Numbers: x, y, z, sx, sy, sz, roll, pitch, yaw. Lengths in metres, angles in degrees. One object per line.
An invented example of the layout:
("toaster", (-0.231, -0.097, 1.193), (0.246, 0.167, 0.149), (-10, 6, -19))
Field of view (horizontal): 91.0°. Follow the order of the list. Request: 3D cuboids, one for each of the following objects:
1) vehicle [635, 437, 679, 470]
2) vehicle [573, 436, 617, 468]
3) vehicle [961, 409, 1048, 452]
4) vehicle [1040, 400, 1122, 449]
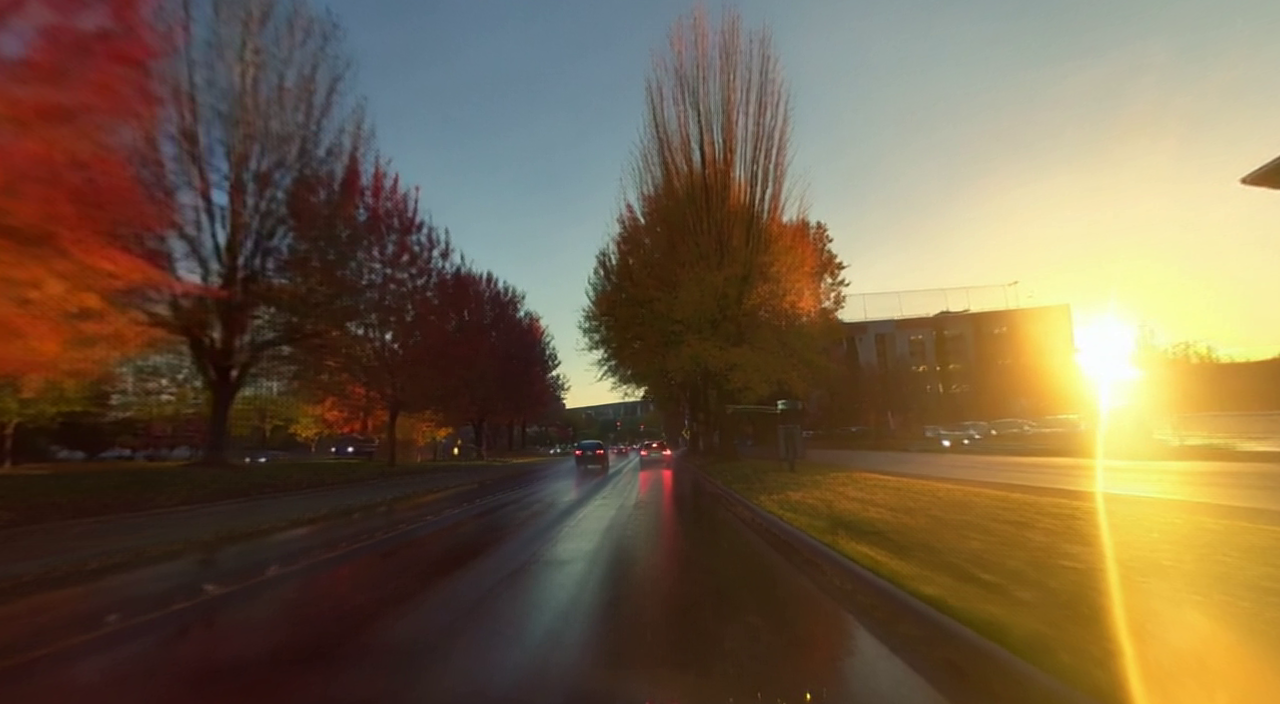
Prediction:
("vehicle", (0.821, 4.990, 31.109), (2.040, 1.493, 3.682), (0, -8, 1))
("vehicle", (-2.494, 5.660, 35.837), (2.197, 1.709, 4.069), (0, -8, 1))
("vehicle", (23.343, 5.089, 40.502), (4.440, 2.545, 2.105), (-6, -10, 24))
("vehicle", (23.259, 3.866, 33.307), (2.673, 2.486, 2.062), (0, -8, -1))
